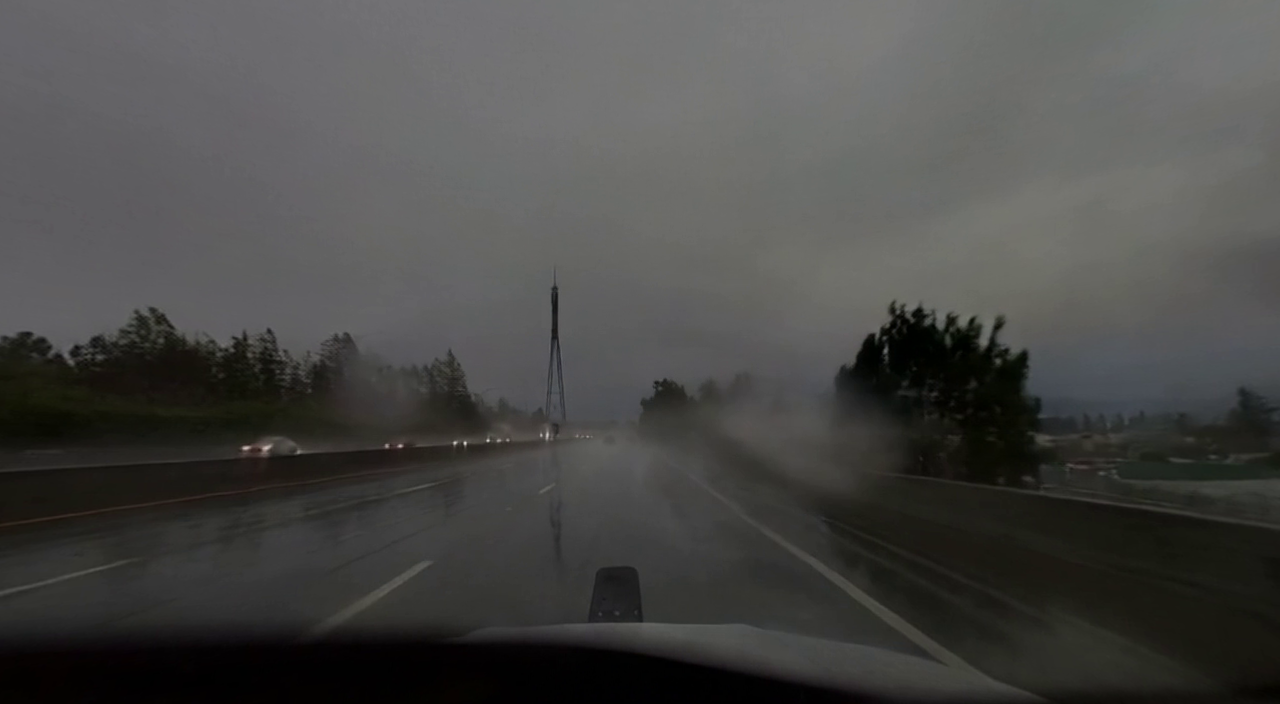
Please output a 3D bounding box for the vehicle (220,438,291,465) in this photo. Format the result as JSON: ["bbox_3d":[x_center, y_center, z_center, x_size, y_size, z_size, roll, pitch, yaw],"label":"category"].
[{"bbox_3d":[-24.771,6.384,40.671,1.877,1.586,4.313,0,-8,-1],"label":"vehicle"}]
